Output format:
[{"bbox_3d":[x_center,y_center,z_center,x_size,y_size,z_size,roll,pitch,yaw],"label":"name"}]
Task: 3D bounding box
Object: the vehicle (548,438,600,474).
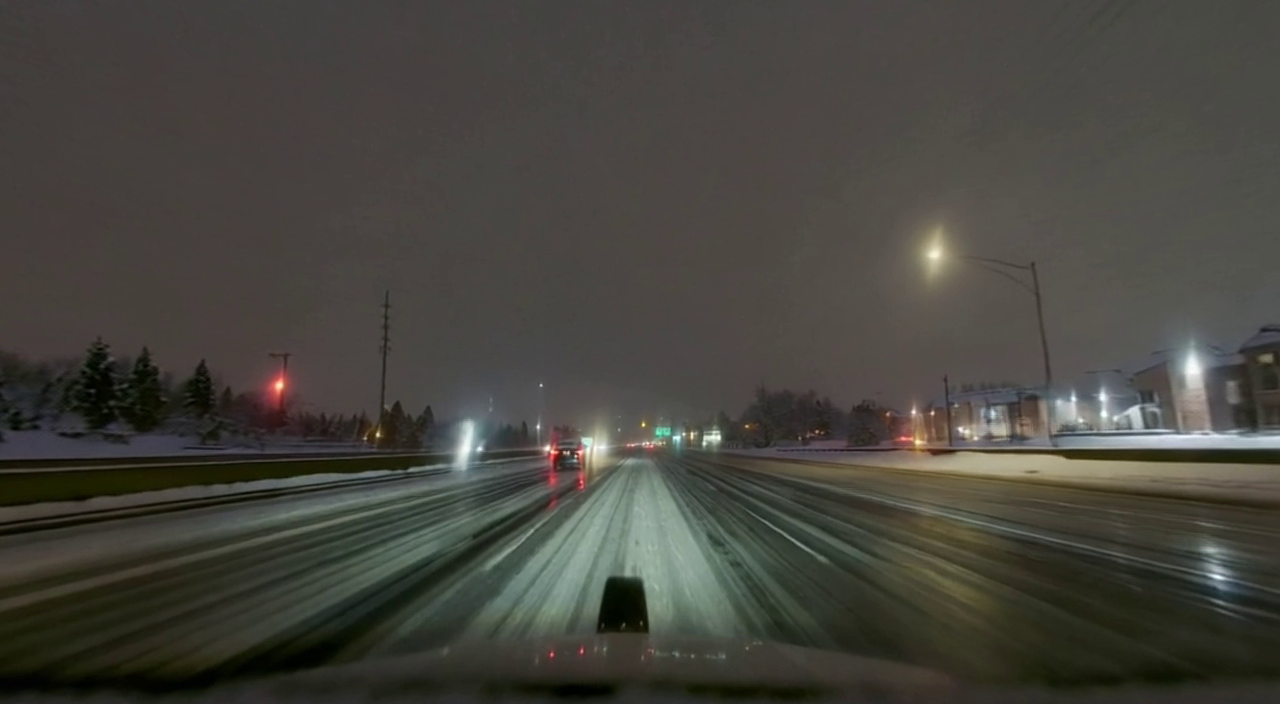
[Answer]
[{"bbox_3d":[-3.297,5.325,32.490,2.072,1.706,4.359,0,-8,2],"label":"vehicle"}]
